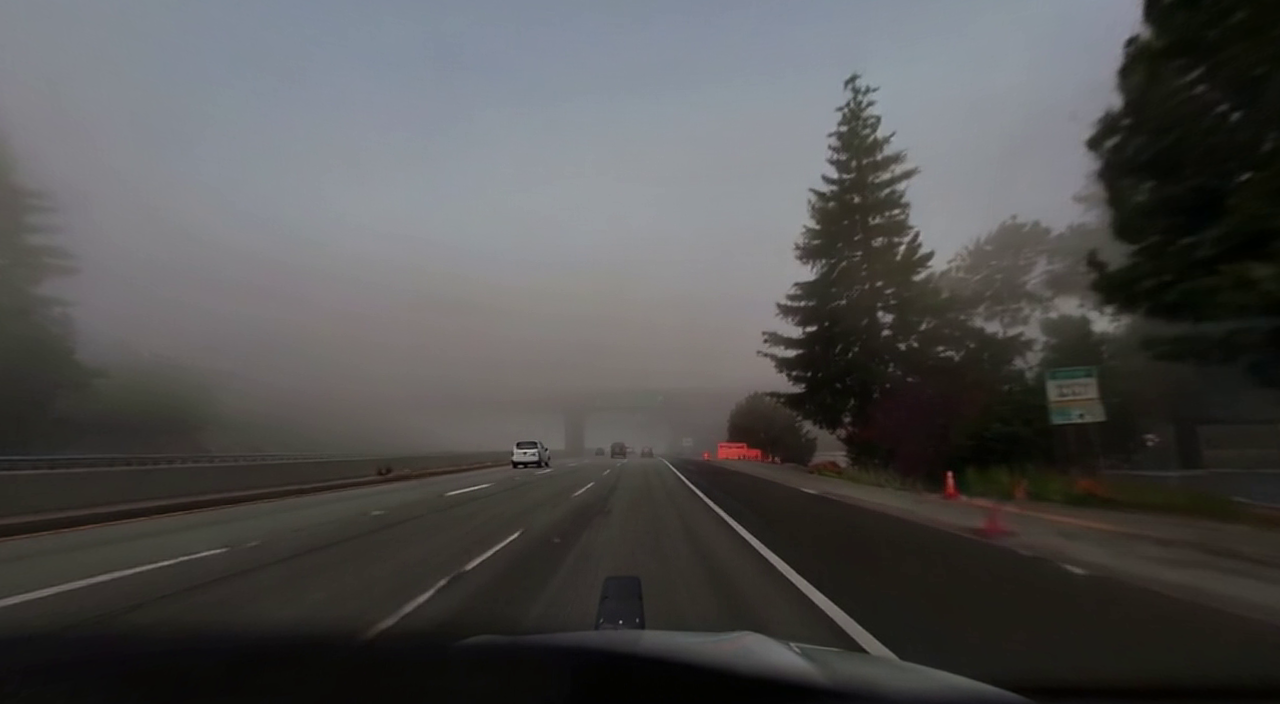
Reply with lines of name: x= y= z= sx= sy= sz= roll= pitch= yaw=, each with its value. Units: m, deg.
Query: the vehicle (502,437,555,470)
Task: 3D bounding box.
vehicle: x=-6.467 y=5.956 z=37.032 sx=2.103 sy=1.775 sz=4.966 roll=0 pitch=-9 yaw=1
